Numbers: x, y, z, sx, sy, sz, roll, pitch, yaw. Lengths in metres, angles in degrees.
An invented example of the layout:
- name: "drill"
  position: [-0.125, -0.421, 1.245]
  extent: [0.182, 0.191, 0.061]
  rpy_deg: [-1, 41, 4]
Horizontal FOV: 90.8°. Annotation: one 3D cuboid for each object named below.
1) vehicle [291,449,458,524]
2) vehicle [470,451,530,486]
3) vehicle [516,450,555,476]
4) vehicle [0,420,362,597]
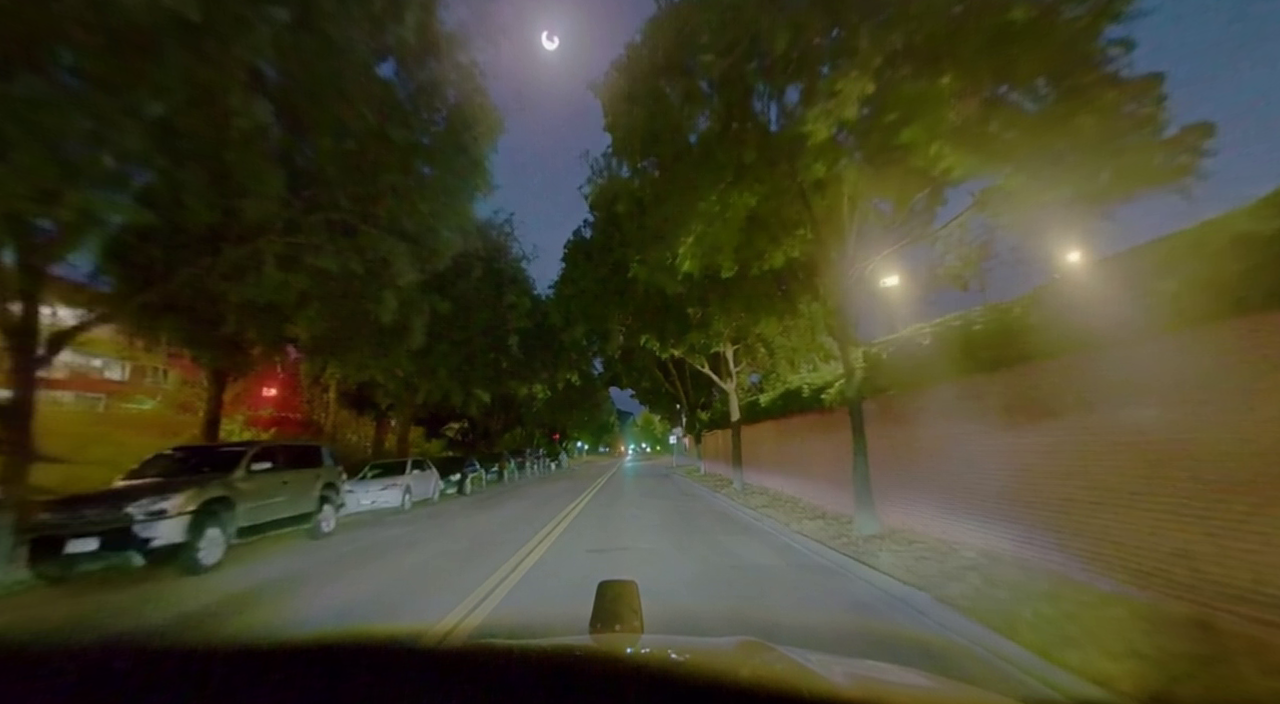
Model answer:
- name: "vehicle"
  position: [-6.320, 3.210, 15.837]
  extent: [1.925, 1.488, 4.983]
  rpy_deg: [1, -8, 1]
- name: "vehicle"
  position: [-6.539, 5.461, 29.999]
  extent: [1.906, 1.460, 4.391]
  rpy_deg: [1, -8, -1]
- name: "vehicle"
  position: [-6.843, 7.286, 41.758]
  extent: [1.952, 1.514, 4.630]
  rpy_deg: [1, -8, -2]
- name: "vehicle"
  position: [-6.274, 2.012, 9.254]
  extent: [1.976, 1.805, 5.123]
  rpy_deg: [1, -8, 1]
